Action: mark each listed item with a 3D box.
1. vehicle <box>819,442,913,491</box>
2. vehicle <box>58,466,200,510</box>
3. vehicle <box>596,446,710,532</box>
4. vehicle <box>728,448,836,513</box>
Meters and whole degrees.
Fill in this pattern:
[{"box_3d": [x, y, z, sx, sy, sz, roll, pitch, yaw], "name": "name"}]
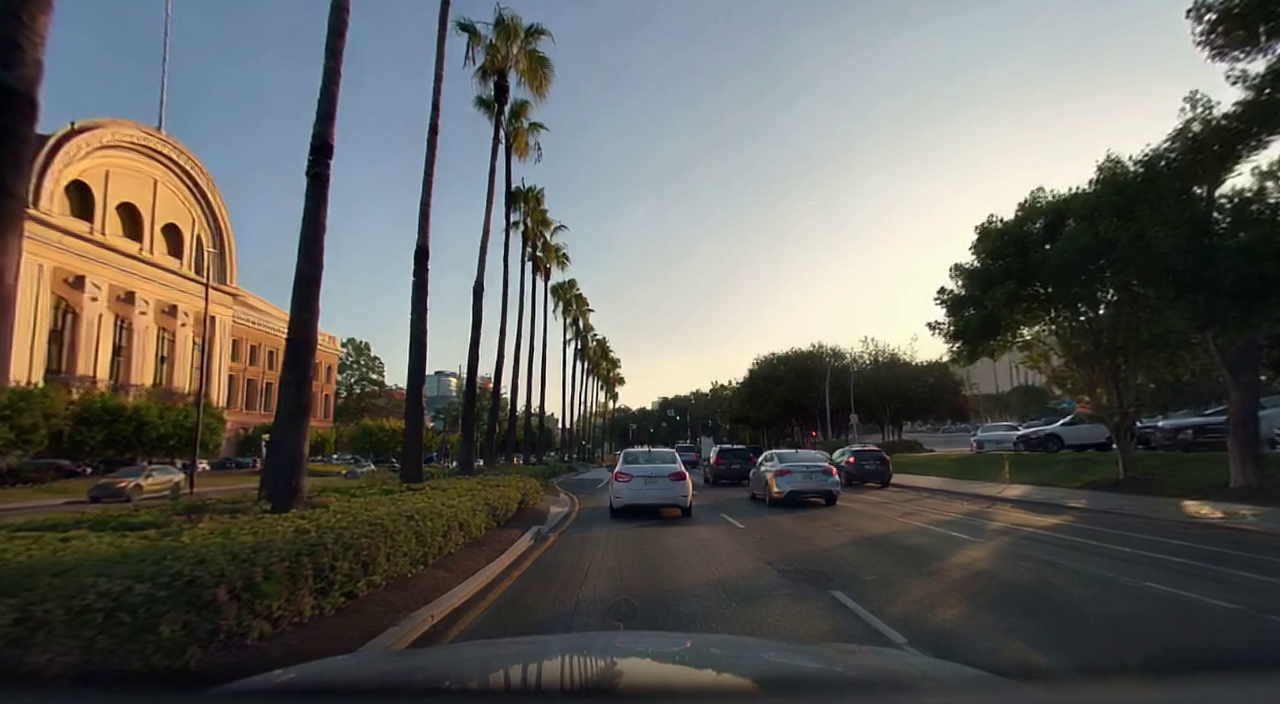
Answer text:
[{"box_3d": [8.799, 4.483, 25.119, 1.994, 1.715, 4.777, 0, -8, 0], "name": "vehicle"}, {"box_3d": [-20.673, 5.490, 25.866, 1.990, 1.481, 4.509, 0, -8, 0], "name": "vehicle"}, {"box_3d": [0.217, 2.749, 13.317, 2.050, 1.521, 3.747, 0, -8, -1], "name": "vehicle"}, {"box_3d": [3.605, 3.315, 16.837, 1.833, 1.465, 4.258, 0, -8, -1], "name": "vehicle"}]
